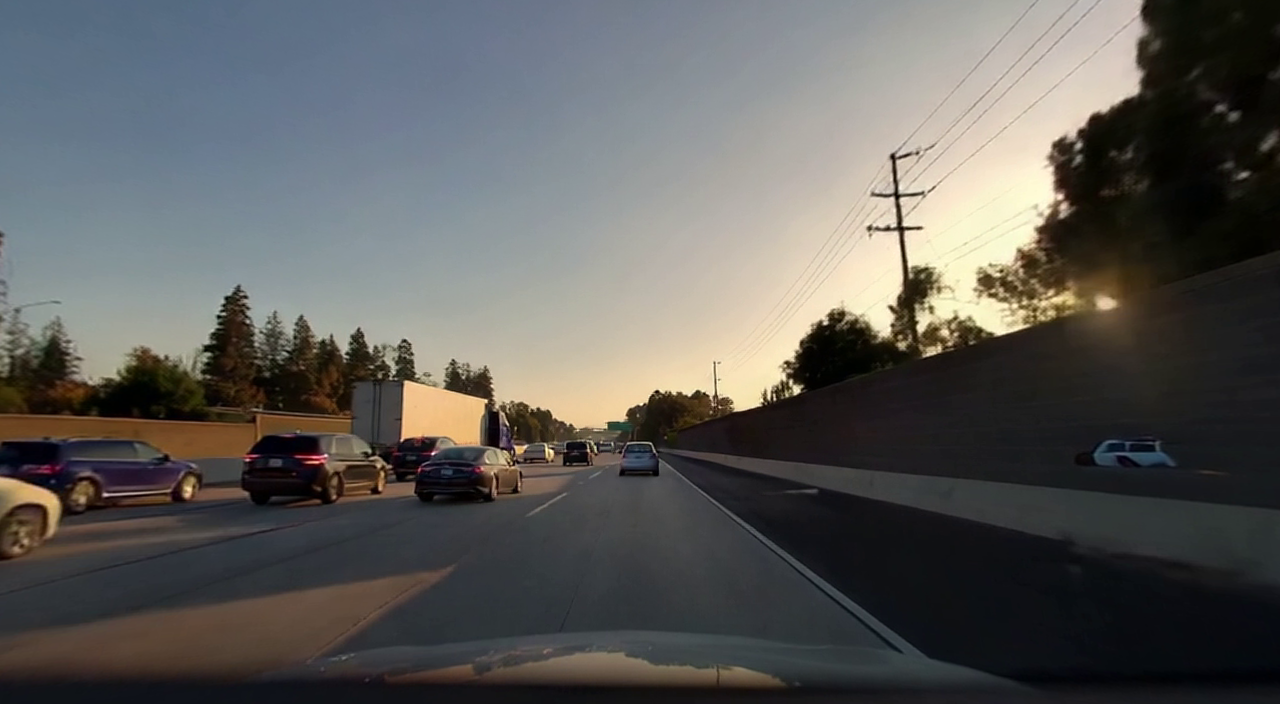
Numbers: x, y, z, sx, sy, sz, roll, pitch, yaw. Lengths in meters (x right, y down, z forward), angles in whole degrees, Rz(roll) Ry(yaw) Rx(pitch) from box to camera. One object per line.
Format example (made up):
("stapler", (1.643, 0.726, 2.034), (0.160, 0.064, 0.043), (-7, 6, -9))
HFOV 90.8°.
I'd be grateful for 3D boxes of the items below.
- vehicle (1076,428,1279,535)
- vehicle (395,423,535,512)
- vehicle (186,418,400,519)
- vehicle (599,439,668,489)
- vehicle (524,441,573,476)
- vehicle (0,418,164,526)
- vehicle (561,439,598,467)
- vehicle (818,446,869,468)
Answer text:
("vehicle", (10.023, 2.081, 10.574), (1.974, 1.495, 4.734), (0, -9, -1))
("vehicle", (-3.748, 2.556, 14.400), (1.923, 1.716, 4.289), (0, -9, 0))
("vehicle", (-6.941, 2.377, 13.344), (2.027, 1.762, 4.386), (0, -9, 0))
("vehicle", (-0.218, 3.668, 20.996), (2.089, 1.477, 3.818), (0, -8, -1))
("vehicle", (-4.146, 4.869, 29.195), (1.870, 1.485, 4.304), (0, -9, -3))
("vehicle", (-11.090, 2.067, 11.093), (1.964, 1.687, 4.485), (0, -9, -1))
("vehicle", (-3.855, 6.513, 40.915), (1.976, 1.705, 4.176), (0, -9, 1))
("vehicle", (14.341, 7.397, 44.811), (1.949, 1.472, 4.795), (0, -9, 0))
